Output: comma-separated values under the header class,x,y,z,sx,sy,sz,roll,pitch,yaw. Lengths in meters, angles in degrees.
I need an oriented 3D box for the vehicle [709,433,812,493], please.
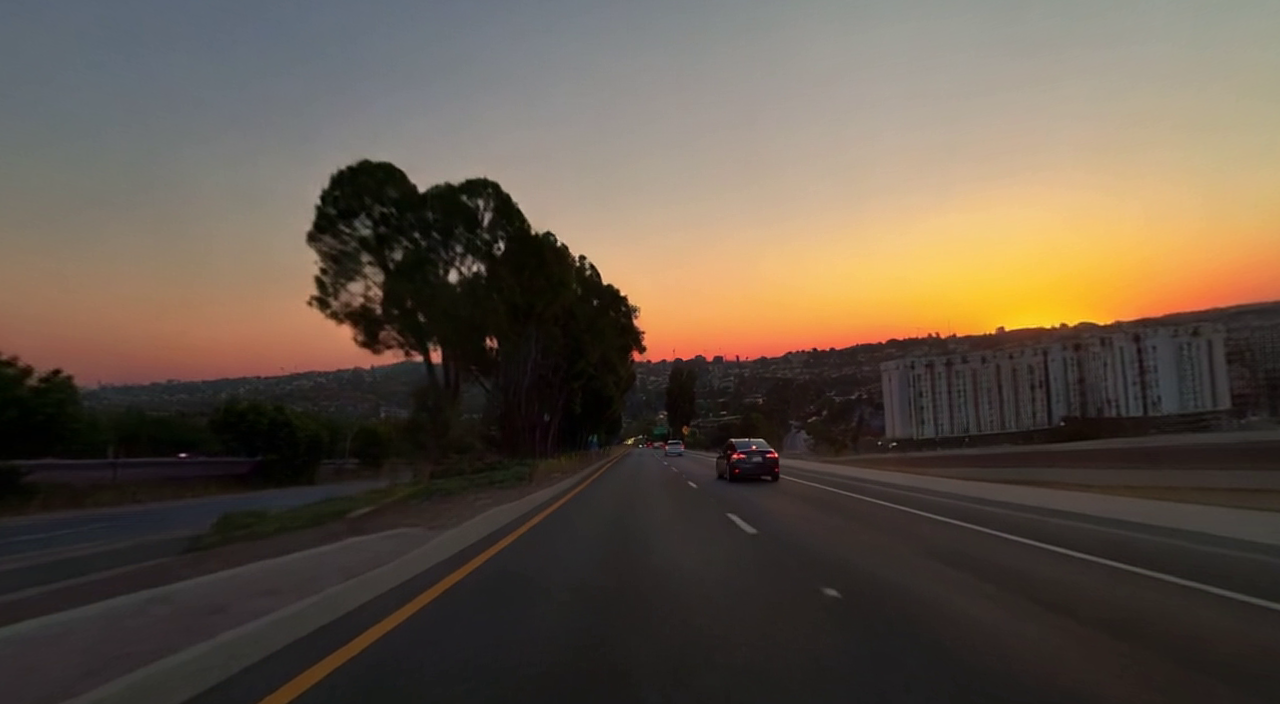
class,x,y,z,sx,sy,sz,roll,pitch,yaw
vehicle,3.431,3.248,18.903,2.042,1.518,4.477,-1,-8,-2
